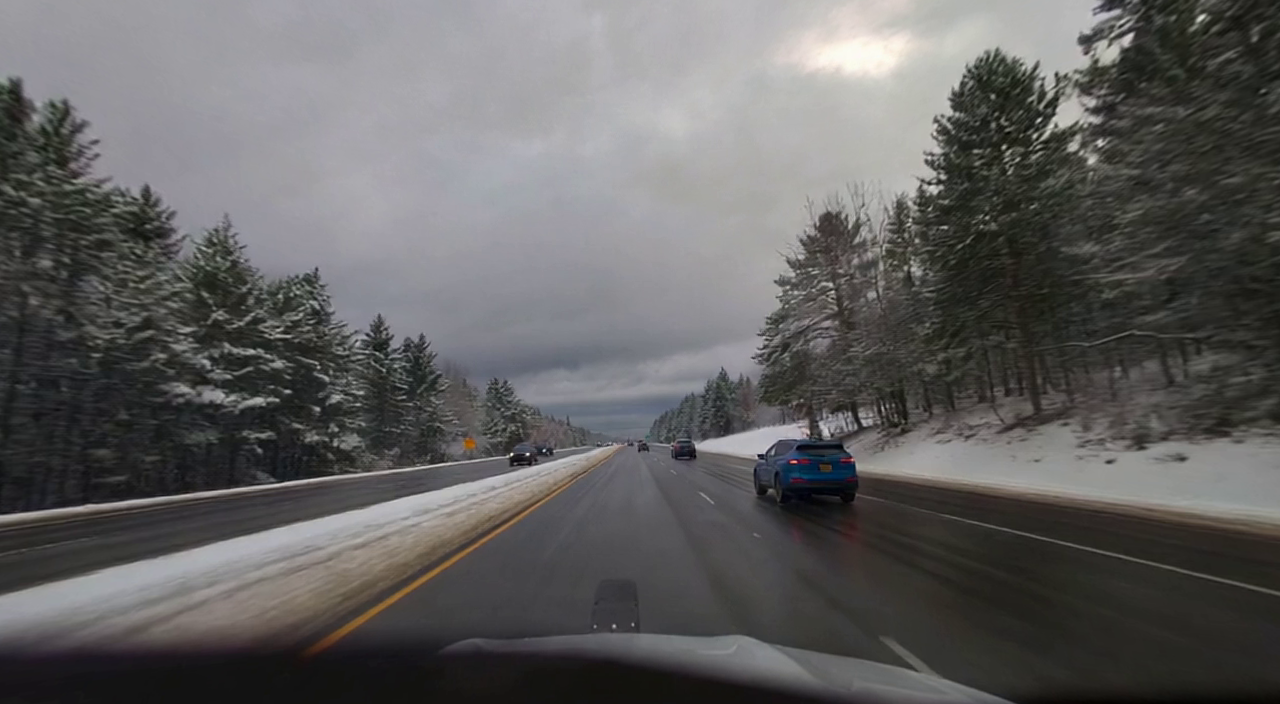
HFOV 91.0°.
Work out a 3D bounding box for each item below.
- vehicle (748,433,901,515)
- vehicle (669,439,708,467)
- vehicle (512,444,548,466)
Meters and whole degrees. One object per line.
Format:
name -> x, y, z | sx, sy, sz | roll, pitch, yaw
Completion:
vehicle -> 3.831, 2.592, 13.965 | 1.999, 1.501, 4.221 | 0, -8, -2
vehicle -> 3.119, 6.578, 41.226 | 2.043, 1.673, 4.016 | 0, -8, -2
vehicle -> -8.004, 7.513, 46.167 | 1.925, 1.512, 4.387 | 0, -8, 0
